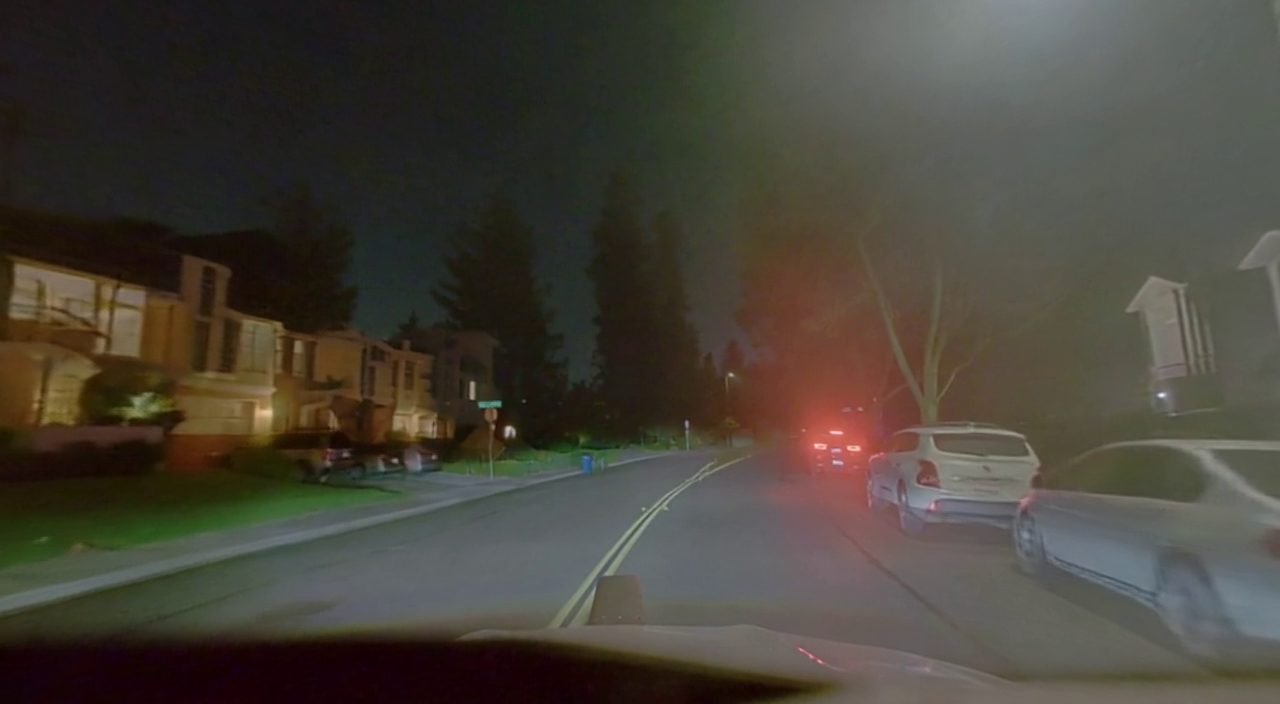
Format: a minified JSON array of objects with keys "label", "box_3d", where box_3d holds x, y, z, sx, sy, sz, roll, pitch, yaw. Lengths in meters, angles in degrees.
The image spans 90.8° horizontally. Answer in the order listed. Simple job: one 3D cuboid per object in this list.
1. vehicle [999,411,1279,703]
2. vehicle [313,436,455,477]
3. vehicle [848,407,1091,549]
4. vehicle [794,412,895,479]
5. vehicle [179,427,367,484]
[{"label":"vehicle","box_3d":[4.352,1.254,4.586,1.806,1.486,3.535,-2,-9,9]},{"label":"vehicle","box_3d":[-9.492,3.886,23.583,4.455,1.419,2.017,-2,-9,9]},{"label":"vehicle","box_3d":[5.030,1.981,10.598,2.194,1.786,4.704,-2,-9,10]},{"label":"vehicle","box_3d":[7.315,3.461,23.420,2.735,2.117,6.103,-2,-9,10]},{"label":"vehicle","box_3d":[-11.188,3.165,19.448,4.635,1.594,2.132,-2,-9,10]}]
